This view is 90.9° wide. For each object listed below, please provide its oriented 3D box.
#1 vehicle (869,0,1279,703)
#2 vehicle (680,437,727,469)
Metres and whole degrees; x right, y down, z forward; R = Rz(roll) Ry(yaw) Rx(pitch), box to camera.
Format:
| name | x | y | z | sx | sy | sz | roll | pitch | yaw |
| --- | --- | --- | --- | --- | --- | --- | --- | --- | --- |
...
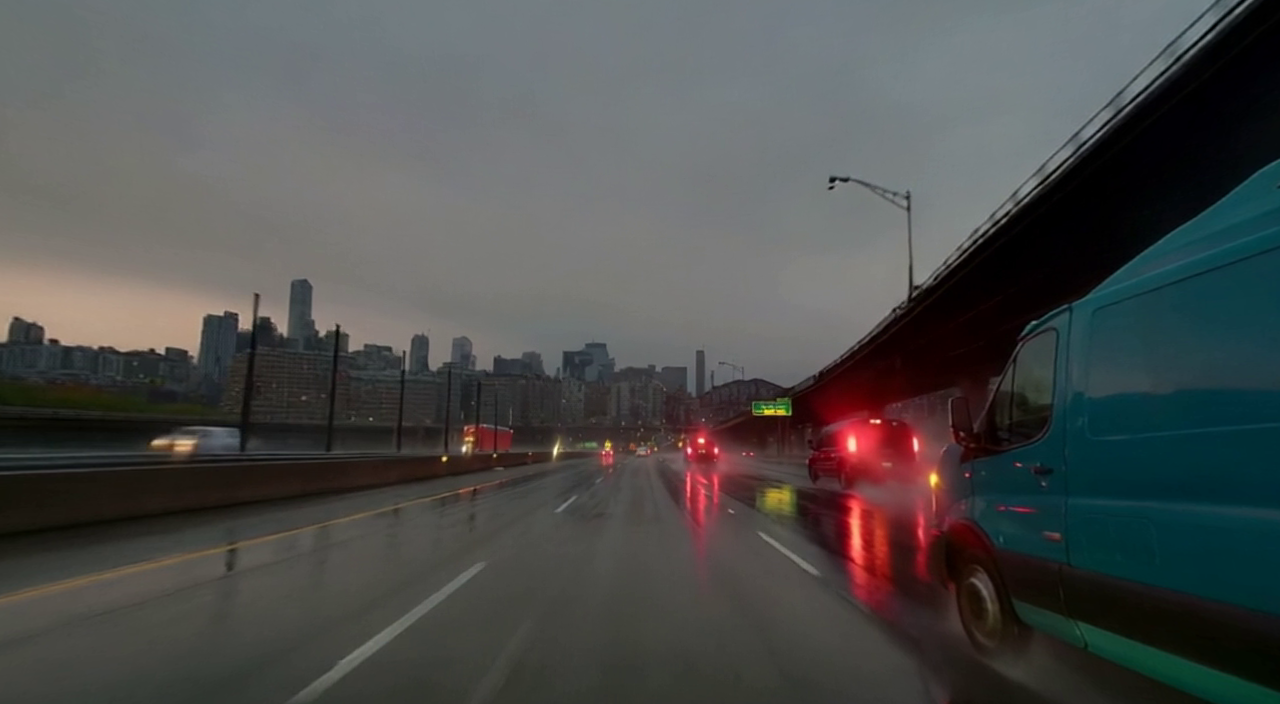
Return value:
| name | x | y | z | sx | sy | sz | roll | pitch | yaw |
| --- | --- | --- | --- | --- | --- | --- | --- | --- | --- |
| vehicle | 3.170 | 0.236 | 1.764 | 2.436 | 2.745 | 7.034 | 0 | -8 | 0 |
| vehicle | 4.039 | 6.562 | 41.252 | 2.464 | 1.961 | 5.520 | 0 | -8 | -1 |
